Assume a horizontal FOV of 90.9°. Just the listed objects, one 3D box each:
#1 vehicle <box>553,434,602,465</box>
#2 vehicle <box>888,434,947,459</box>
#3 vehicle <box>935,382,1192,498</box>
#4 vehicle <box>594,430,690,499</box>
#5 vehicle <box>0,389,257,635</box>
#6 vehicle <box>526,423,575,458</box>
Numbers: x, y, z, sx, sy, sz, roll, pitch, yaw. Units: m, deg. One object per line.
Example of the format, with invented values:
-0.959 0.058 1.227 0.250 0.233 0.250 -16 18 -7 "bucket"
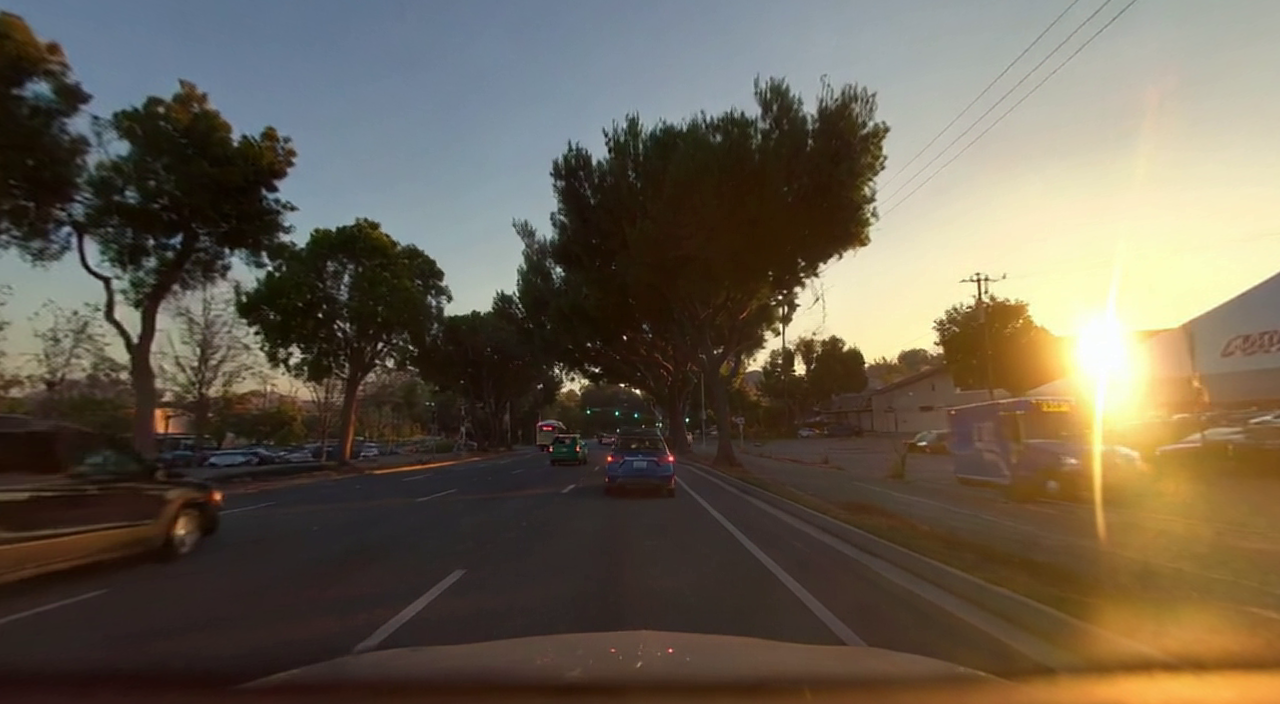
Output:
-3.462 5.509 35.770 2.148 1.636 4.199 -1 -9 2 "vehicle"
17.863 6.124 40.830 1.694 1.451 4.505 0 -9 0 "vehicle"
11.378 2.510 17.908 2.754 2.711 6.196 0 -9 -2 "vehicle"
-0.004 2.804 16.035 2.123 1.498 4.226 0 -9 -1 "vehicle"
-5.637 1.283 5.391 2.016 1.748 4.525 0 -9 -3 "vehicle"
-6.960 7.046 49.919 2.485 2.556 6.363 -1 -9 4 "vehicle"
